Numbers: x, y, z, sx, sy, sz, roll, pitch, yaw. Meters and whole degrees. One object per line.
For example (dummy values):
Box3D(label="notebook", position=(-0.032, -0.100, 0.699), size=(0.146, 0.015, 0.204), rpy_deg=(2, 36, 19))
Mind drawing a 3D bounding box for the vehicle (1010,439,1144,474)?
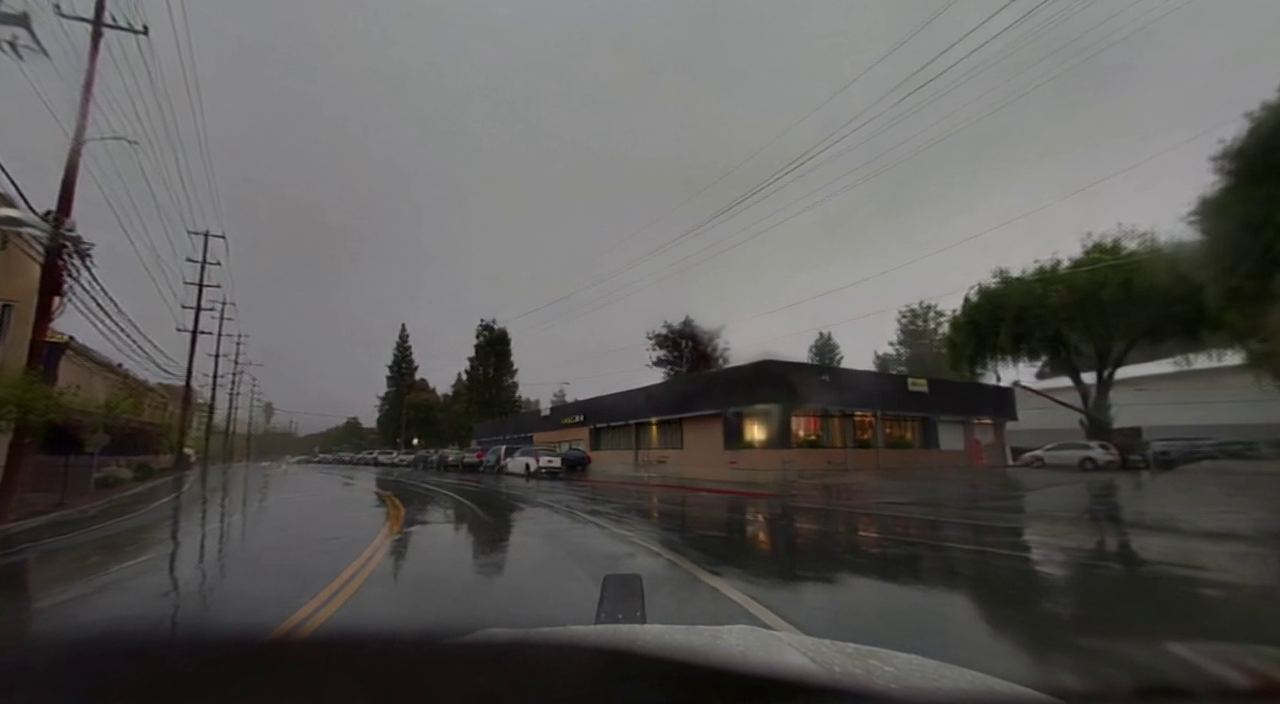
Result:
Box3D(label="vehicle", position=(19.463, 4.668, 28.211), size=(4.454, 1.504, 1.970), rpy_deg=(-1, -9, 1))

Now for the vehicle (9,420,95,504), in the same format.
Box3D(label="vehicle", position=(-21.285, 3.933, 22.906), size=(1.716, 2.808, 3.001), rpy_deg=(6, -10, -36))

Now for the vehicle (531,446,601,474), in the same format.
Box3D(label="vehicle", position=(-4.289, 6.394, 37.428), size=(2.074, 1.526, 4.853), rpy_deg=(-4, -9, 21))
